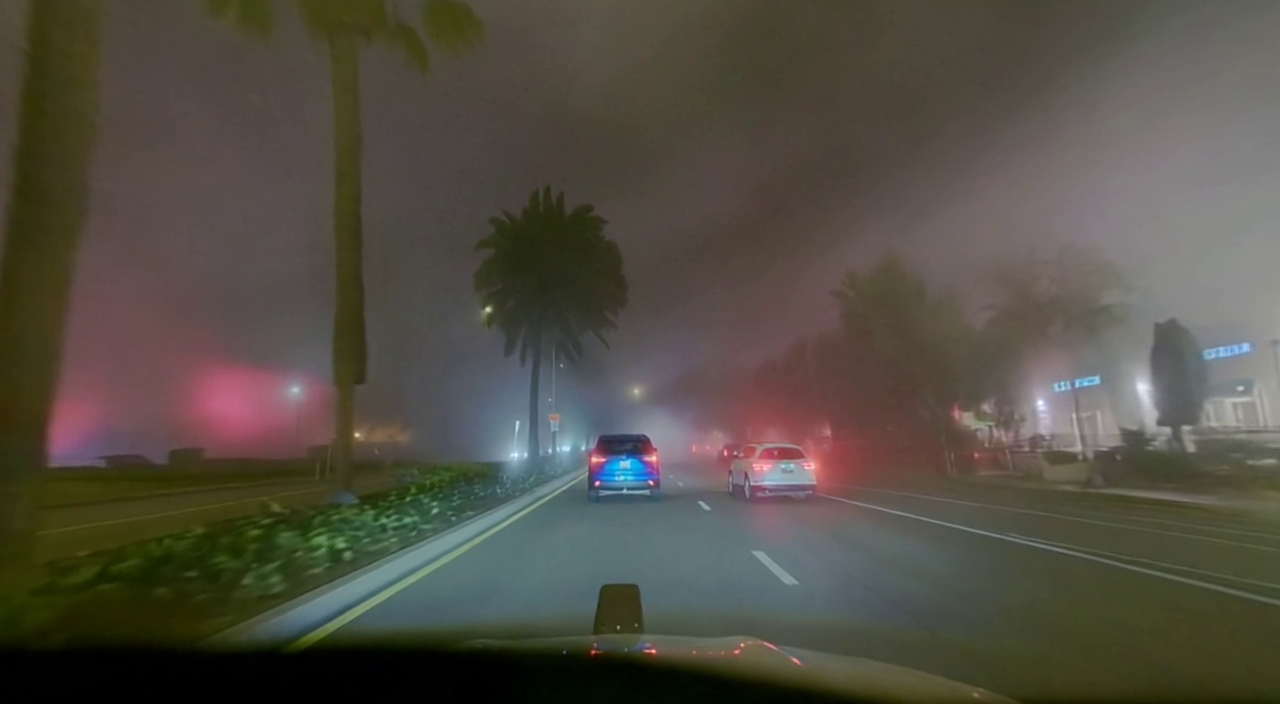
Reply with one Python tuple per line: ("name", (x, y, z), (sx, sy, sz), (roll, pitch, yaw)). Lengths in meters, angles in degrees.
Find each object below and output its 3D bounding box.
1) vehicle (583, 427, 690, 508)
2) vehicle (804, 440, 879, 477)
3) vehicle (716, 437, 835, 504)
("vehicle", (-0.103, 2.755, 15.511), (2.239, 1.693, 4.301), (0, -8, -1))
("vehicle", (9.749, 5.190, 30.977), (1.981, 1.613, 4.787), (2, -9, -2))
("vehicle", (3.313, 2.992, 16.471), (1.941, 1.472, 4.570), (0, -8, -2))
